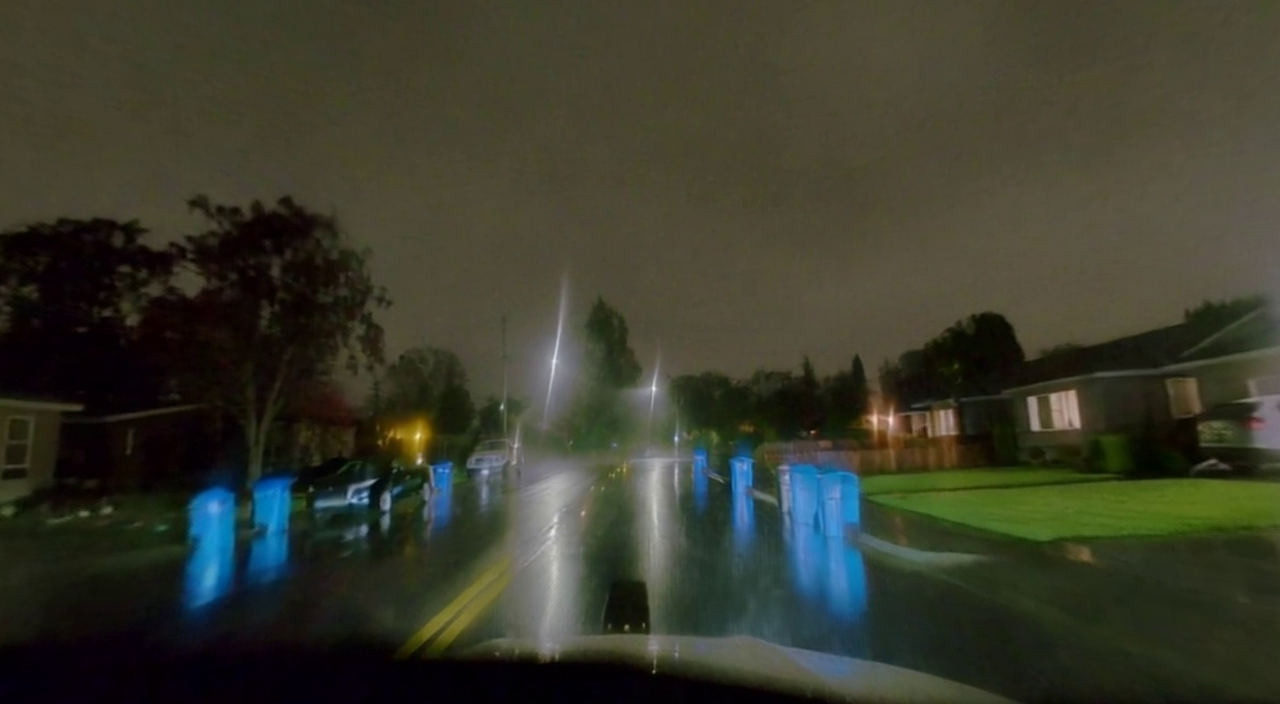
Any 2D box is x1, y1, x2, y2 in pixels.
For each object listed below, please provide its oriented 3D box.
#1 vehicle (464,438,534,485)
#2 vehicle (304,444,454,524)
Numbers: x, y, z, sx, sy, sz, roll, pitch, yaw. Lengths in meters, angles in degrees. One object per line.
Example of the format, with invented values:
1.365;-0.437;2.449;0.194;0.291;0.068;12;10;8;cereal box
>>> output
-6.356;4.952;28.978;2.169;1.871;4.762;-2;-8;-1;vehicle
-6.283;3.157;15.778;1.945;1.530;4.430;-4;-8;-1;vehicle
